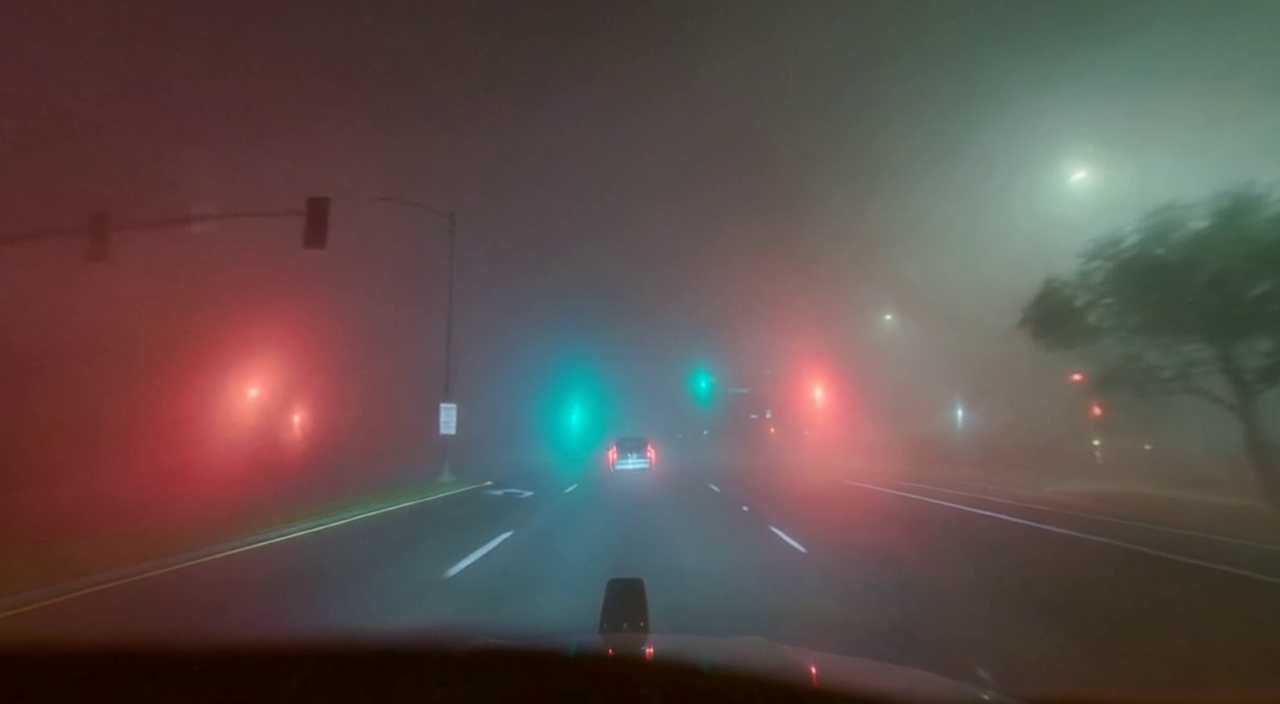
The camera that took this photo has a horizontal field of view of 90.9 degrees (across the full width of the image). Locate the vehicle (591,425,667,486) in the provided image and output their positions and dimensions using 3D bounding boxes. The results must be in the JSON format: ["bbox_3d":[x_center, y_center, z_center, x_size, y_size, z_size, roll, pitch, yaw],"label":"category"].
[{"bbox_3d":[-0.336,3.297,20.353,2.192,1.734,4.176,0,-8,0],"label":"vehicle"}]
